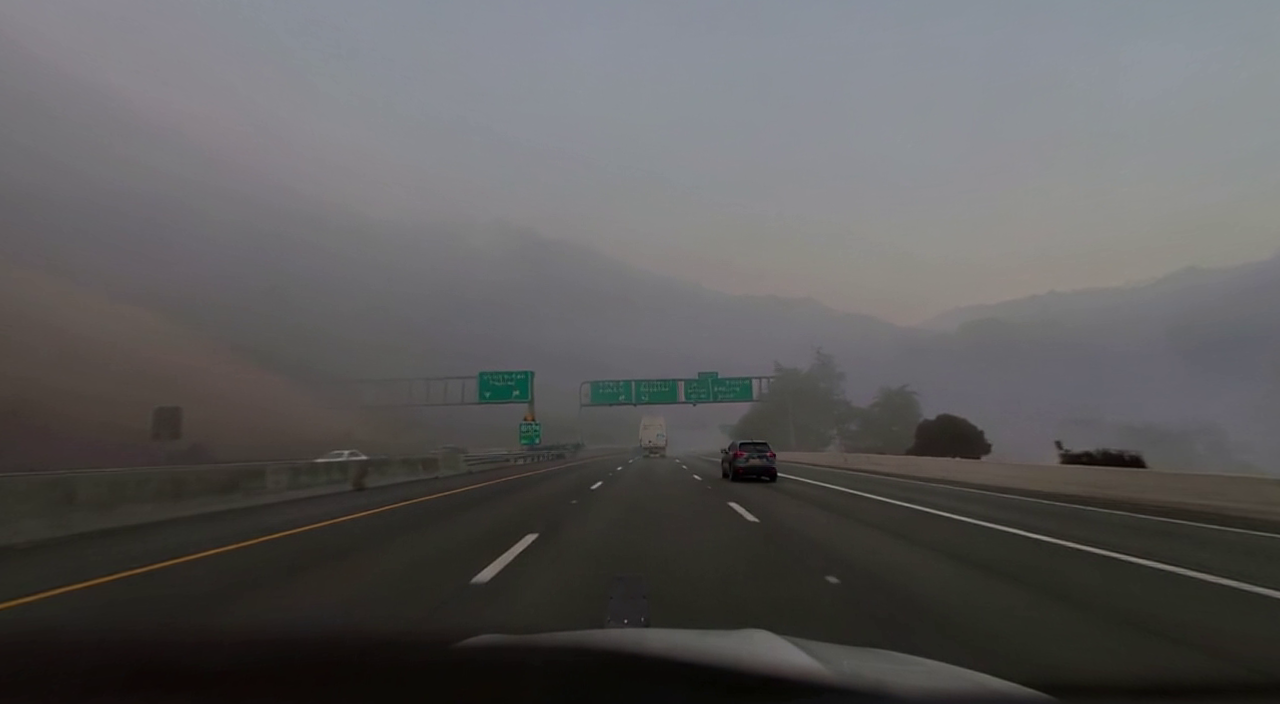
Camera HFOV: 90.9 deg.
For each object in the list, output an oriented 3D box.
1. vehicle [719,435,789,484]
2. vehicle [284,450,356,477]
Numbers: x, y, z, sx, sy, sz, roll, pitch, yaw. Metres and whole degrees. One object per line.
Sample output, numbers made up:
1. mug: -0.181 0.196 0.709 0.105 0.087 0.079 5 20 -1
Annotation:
1. vehicle: 4.143 3.962 23.500 1.880 1.624 3.941 0 -8 0
2. vehicle: -19.301 6.713 38.262 1.884 1.455 4.553 -1 -8 2
